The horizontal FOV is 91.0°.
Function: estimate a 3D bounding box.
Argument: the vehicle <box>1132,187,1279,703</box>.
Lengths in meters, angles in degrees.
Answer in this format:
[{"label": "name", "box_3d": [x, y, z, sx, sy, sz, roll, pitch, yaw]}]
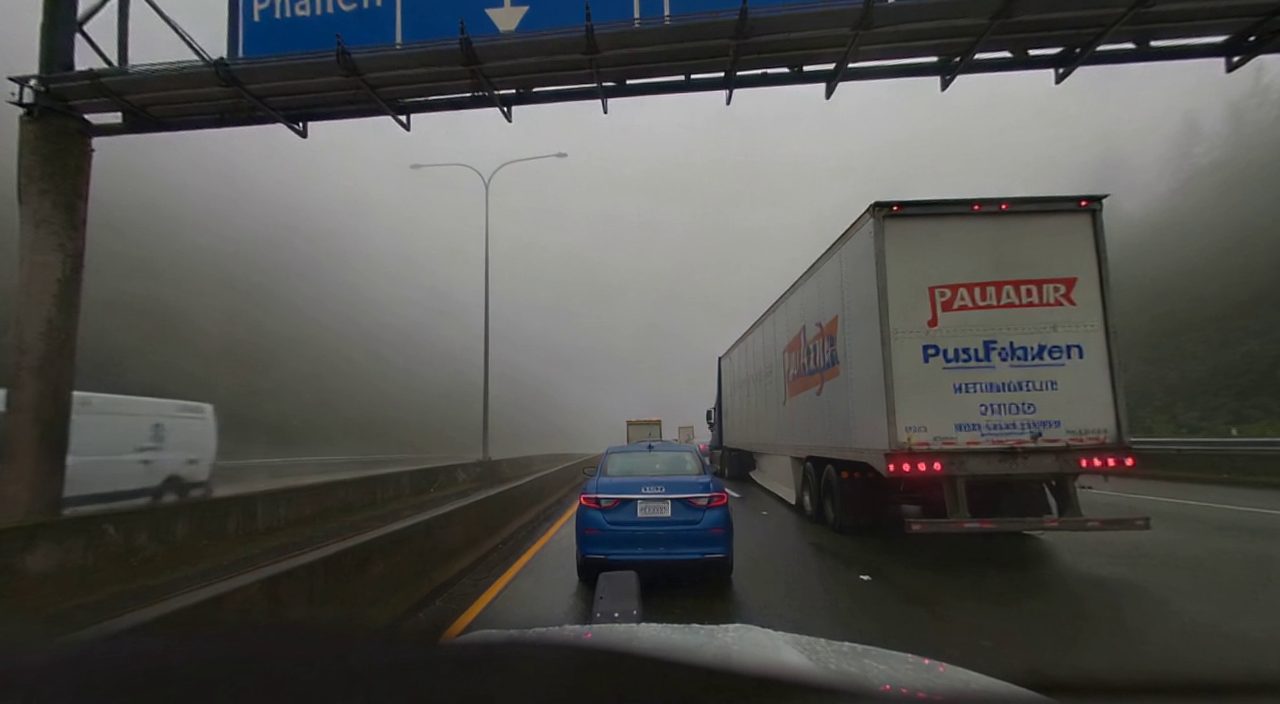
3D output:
[{"label": "vehicle", "box_3d": [4.728, 0.120, 0.632, 2.892, 2.615, 6.650, 0, -8, -2]}]

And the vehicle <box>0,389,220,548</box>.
[{"label": "vehicle", "box_3d": [-12.579, 2.408, 13.469, 2.524, 2.800, 6.564, -1, -8, 1]}]

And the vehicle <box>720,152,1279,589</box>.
[{"label": "vehicle", "box_3d": [4.188, 1.068, 12.947, 2.827, 4.081, 14.305, 0, -8, -1]}]

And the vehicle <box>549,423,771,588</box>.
[{"label": "vehicle", "box_3d": [0.170, 1.680, 7.687, 2.045, 1.490, 3.597, -1, -8, 0]}]
